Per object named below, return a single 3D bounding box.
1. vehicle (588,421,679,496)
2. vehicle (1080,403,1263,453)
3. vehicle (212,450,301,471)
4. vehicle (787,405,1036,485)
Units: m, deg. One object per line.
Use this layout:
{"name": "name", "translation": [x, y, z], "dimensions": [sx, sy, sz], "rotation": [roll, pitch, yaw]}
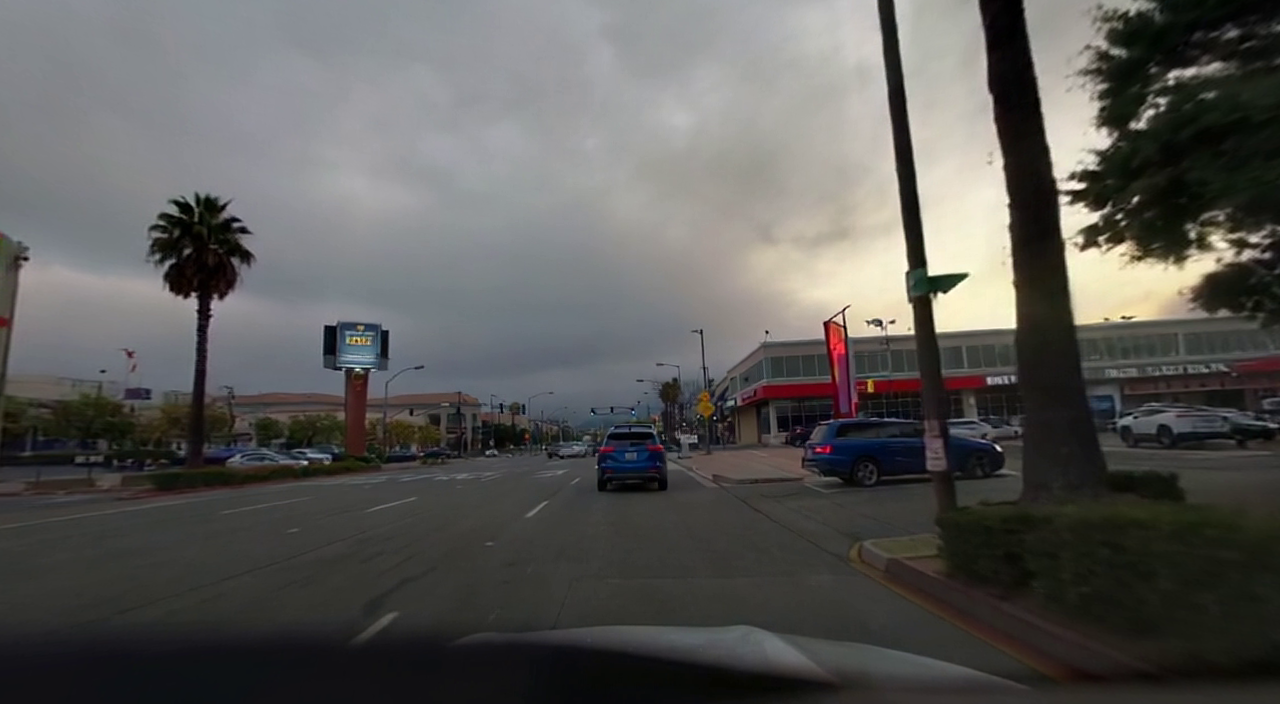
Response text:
{"name": "vehicle", "translation": [-0.198, 2.892, 17.458], "dimensions": [2.234, 1.818, 3.869], "rotation": [0, -9, -1]}
{"name": "vehicle", "translation": [19.918, 2.977, 24.136], "dimensions": [2.080, 1.702, 5.430], "rotation": [0, -9, -3]}
{"name": "vehicle", "translation": [-27.104, 7.666, 44.868], "dimensions": [5.154, 1.343, 1.943], "rotation": [4, -9, -23]}
{"name": "vehicle", "translation": [6.192, 2.197, 14.967], "dimensions": [4.828, 1.733, 2.231], "rotation": [0, -9, -1]}
